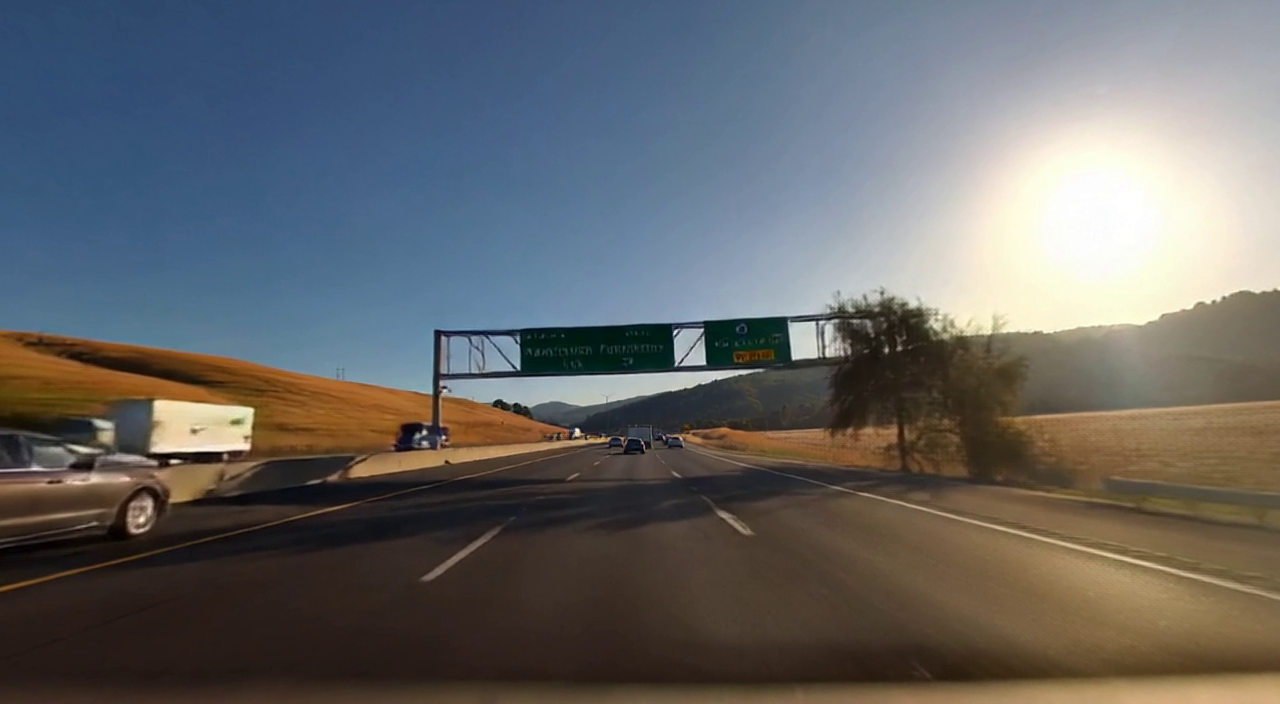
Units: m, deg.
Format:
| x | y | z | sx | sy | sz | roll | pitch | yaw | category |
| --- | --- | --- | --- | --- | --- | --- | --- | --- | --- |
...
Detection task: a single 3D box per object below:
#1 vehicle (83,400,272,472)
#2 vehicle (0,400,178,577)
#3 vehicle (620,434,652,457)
| x | y | z | sx | sy | sz | roll | pitch | yaw | category |
| --- | --- | --- | --- | --- | --- | --- | --- | --- | --- |
| -21.538 | 4.010 | 30.203 | 2.751 | 2.955 | 8.230 | 0 | -8 | 0 | vehicle |
| -6.797 | 1.241 | 5.710 | 1.939 | 1.601 | 4.338 | 0 | -8 | -1 | vehicle |
| -0.268 | 6.452 | 43.551 | 2.140 | 1.475 | 3.969 | 0 | -8 | 0 | vehicle |
